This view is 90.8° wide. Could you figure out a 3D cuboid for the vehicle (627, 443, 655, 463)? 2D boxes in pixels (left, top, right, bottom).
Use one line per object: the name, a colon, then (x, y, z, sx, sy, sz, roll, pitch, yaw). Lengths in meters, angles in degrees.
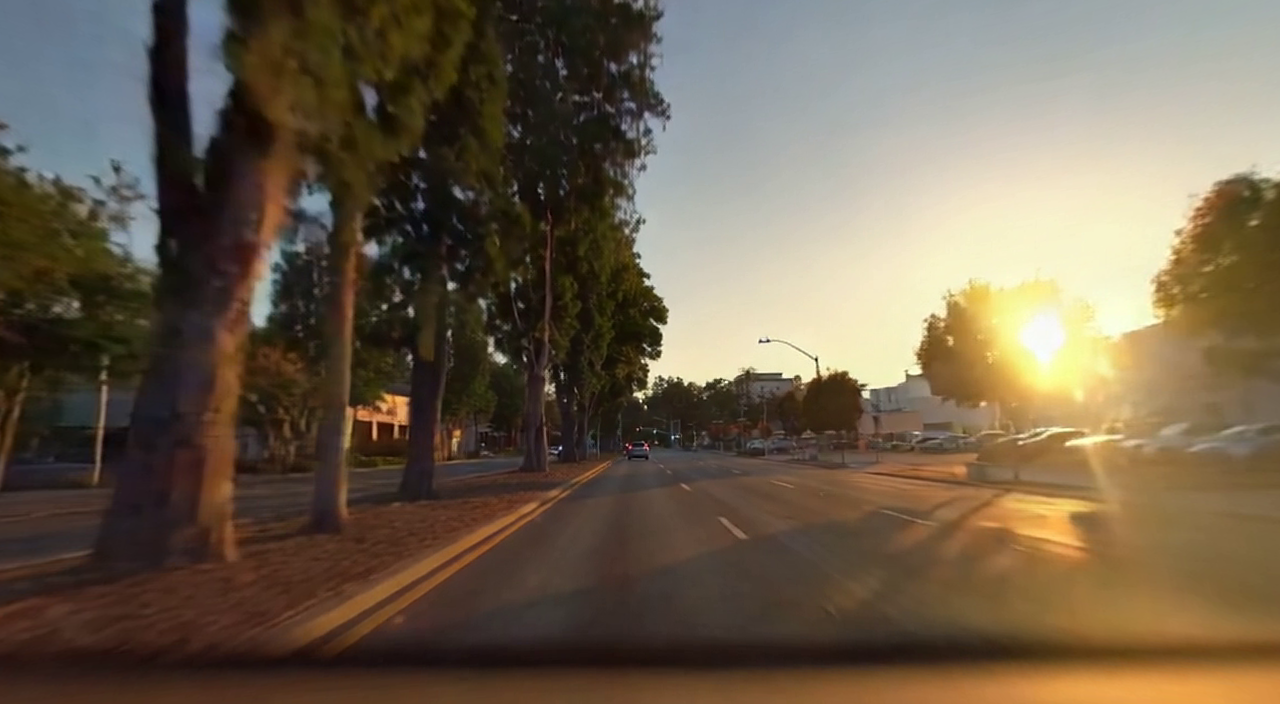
vehicle: (0.038, 7.942, 49.909, 2.159, 1.461, 4.142, 0, -8, -1)
